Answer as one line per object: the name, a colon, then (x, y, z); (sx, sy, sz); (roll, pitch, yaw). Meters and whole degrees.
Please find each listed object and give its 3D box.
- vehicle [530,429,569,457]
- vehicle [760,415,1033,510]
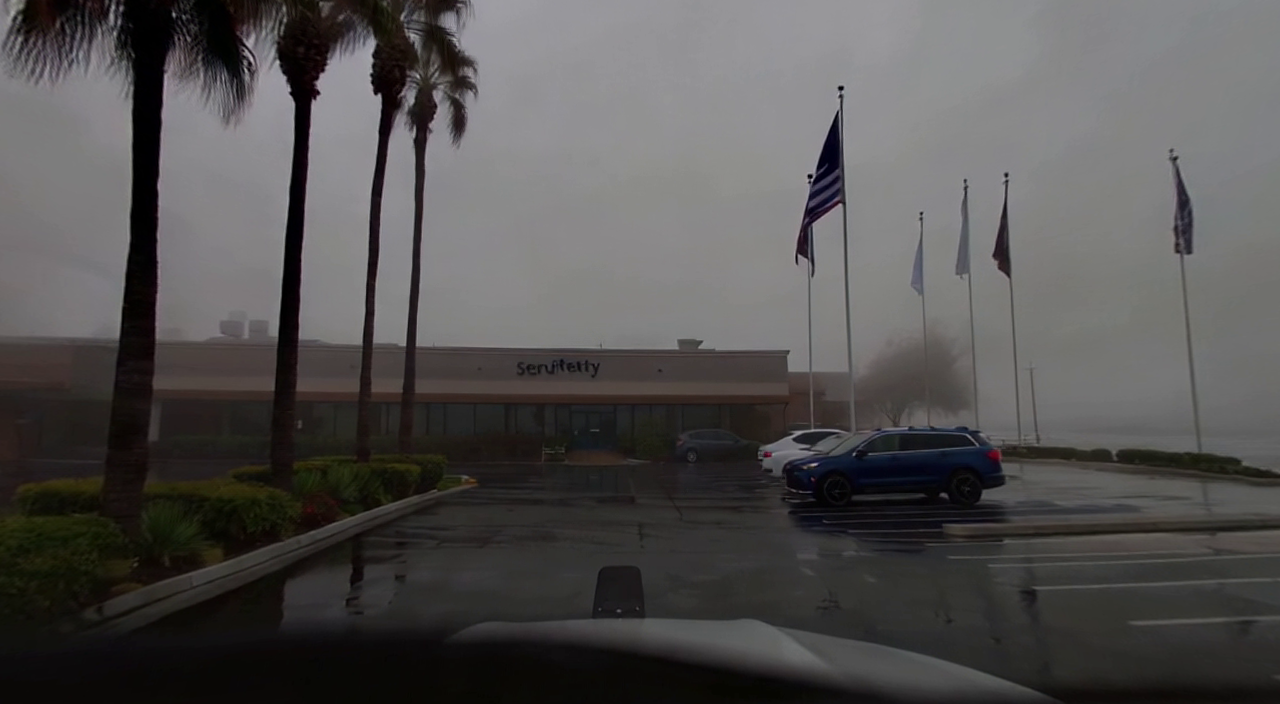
vehicle: (-6.586, 6.696, 46.306); (1.943, 1.890, 4.472); (-2, -8, 3)
vehicle: (4.884, 2.176, 12.566); (4.567, 1.723, 1.926); (0, -8, 0)
